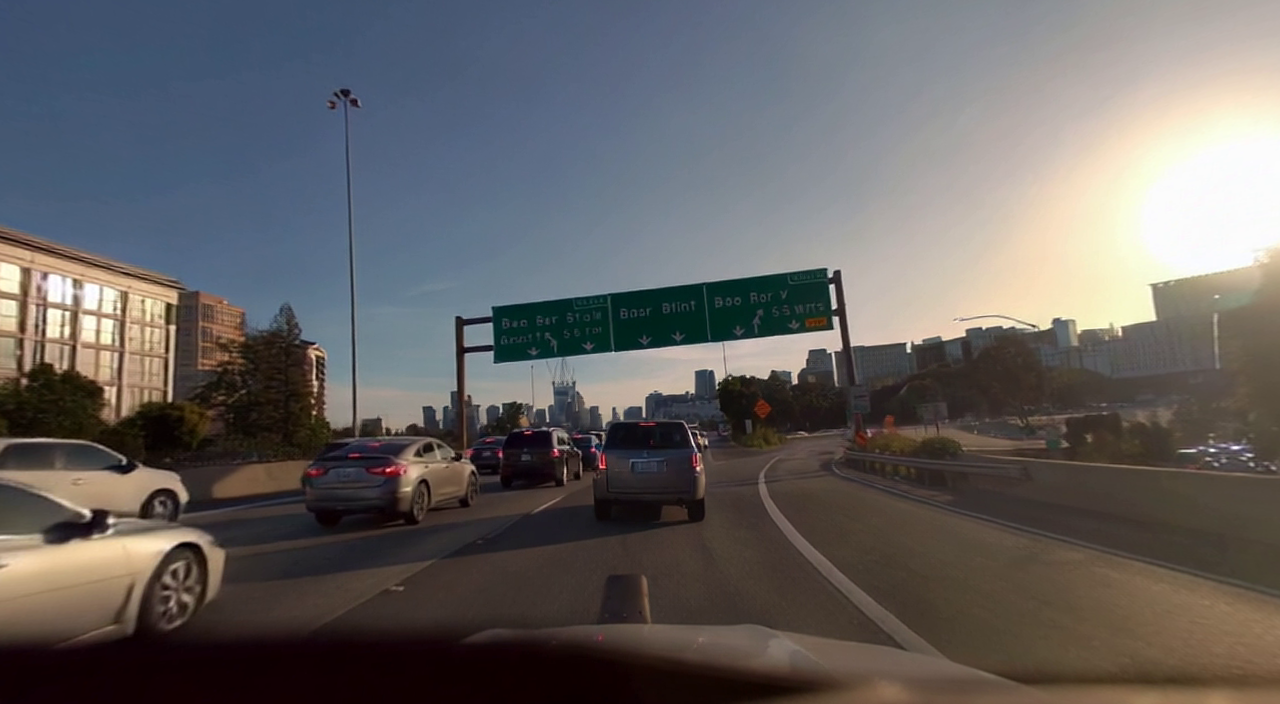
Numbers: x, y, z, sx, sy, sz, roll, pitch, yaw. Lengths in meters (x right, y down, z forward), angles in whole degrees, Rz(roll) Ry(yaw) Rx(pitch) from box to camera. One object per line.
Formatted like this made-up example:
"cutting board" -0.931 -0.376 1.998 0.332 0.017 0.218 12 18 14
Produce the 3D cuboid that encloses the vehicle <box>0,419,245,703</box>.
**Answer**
"vehicle" -4.177 1.020 2.737 2.087 1.481 4.225 0 -9 2

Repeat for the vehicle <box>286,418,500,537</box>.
"vehicle" -4.132 2.175 11.516 1.953 1.729 4.377 0 -9 3

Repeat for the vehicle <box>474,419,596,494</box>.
"vehicle" -2.939 3.149 19.352 2.286 1.931 5.729 -1 -9 5

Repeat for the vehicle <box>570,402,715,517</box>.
"vehicle" 0.145 2.388 14.419 2.616 2.063 5.933 0 -9 2
